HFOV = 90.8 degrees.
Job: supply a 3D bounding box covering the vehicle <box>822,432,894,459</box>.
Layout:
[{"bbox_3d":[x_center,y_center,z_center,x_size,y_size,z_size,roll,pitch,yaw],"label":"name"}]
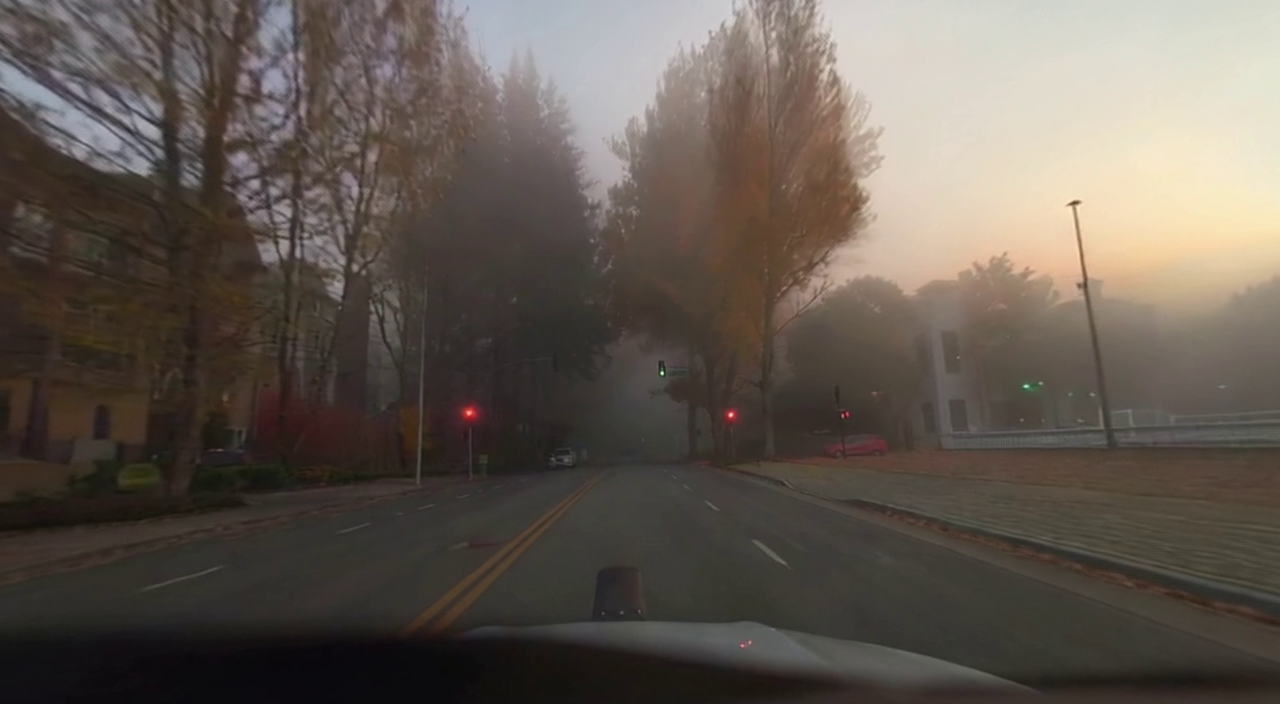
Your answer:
[{"bbox_3d":[14.495,6.263,42.114,4.365,1.702,1.897,-3,-9,18],"label":"vehicle"}]
